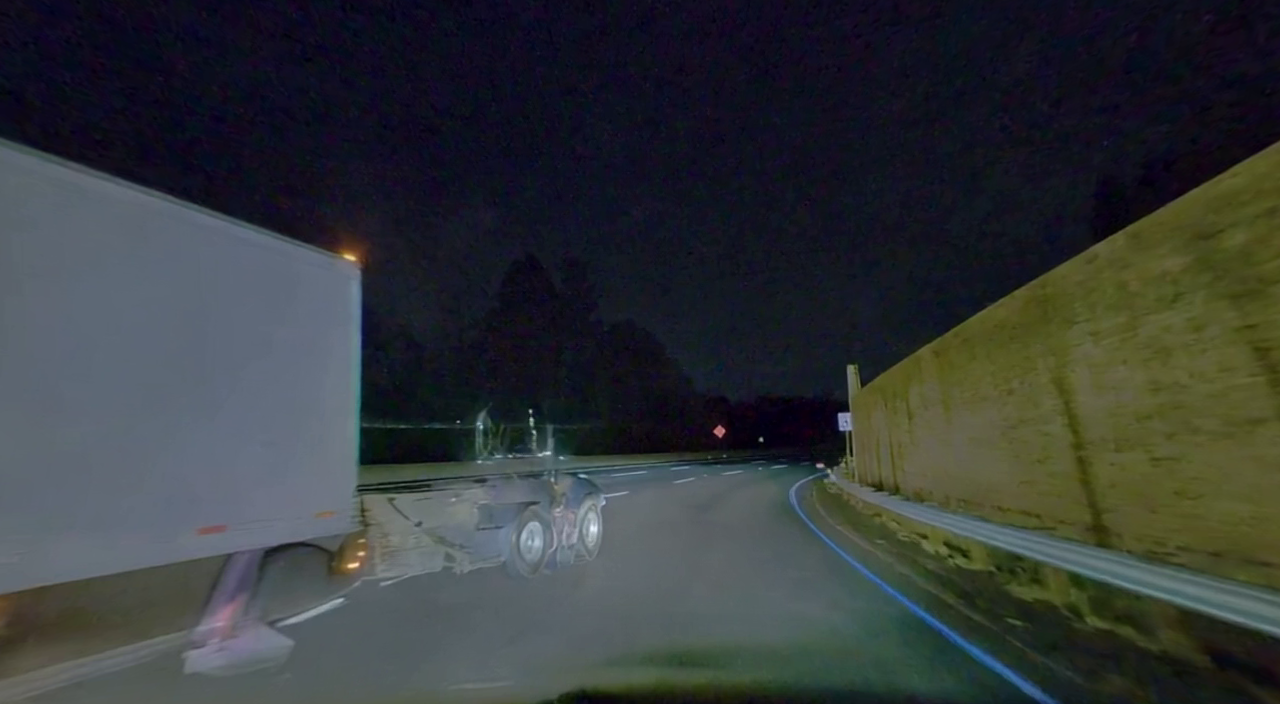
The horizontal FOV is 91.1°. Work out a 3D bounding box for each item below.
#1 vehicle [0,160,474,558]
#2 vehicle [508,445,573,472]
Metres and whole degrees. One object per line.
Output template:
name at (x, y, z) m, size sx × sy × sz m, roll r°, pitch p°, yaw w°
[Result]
vehicle at (-6.982, 0.435, 9.185) m, size 2.997 × 4.029 × 10.500 m, roll -3°, pitch -8°, yaw 22°
vehicle at (-5.967, 6.427, 38.182) m, size 1.924 × 1.498 × 4.237 m, roll -4°, pitch -9°, yaw 24°
